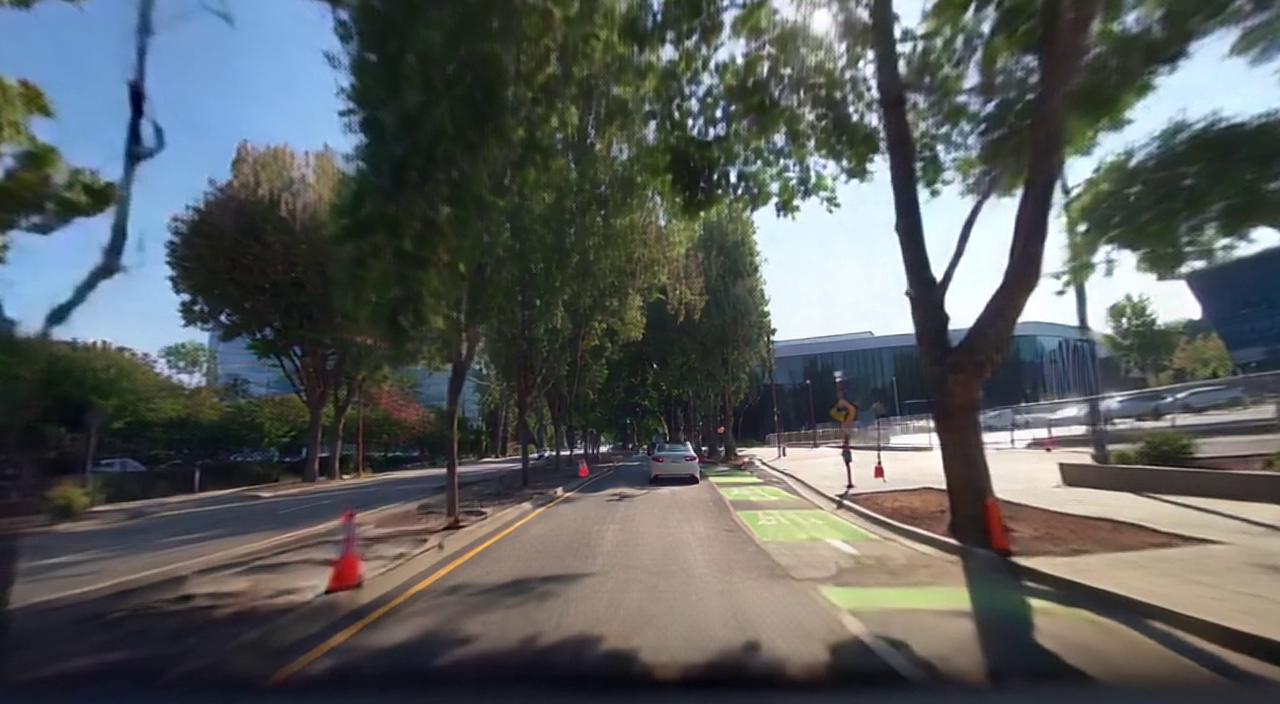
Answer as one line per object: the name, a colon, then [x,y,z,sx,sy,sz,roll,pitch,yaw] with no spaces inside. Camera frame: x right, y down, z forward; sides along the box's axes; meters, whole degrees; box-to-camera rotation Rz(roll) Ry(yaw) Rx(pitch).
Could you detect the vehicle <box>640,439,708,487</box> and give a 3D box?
vehicle: [1.119,3.786,21.881,2.114,1.493,4.430,0,-8,2]
